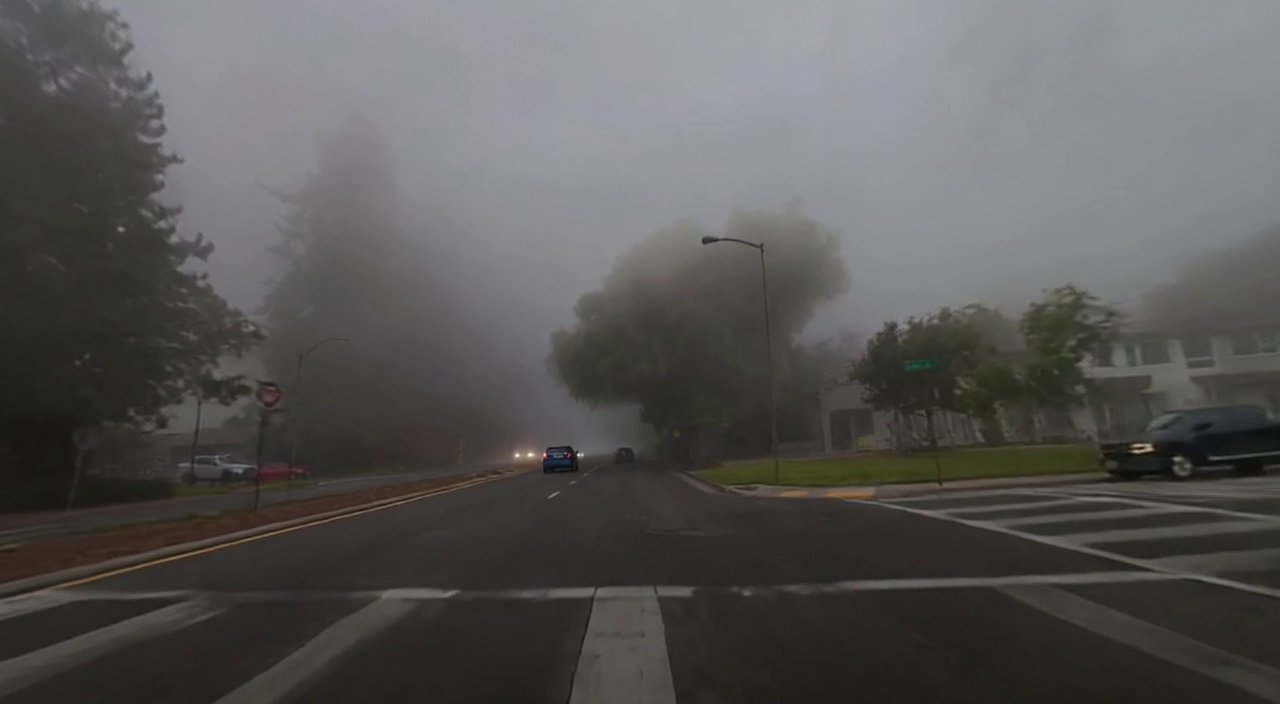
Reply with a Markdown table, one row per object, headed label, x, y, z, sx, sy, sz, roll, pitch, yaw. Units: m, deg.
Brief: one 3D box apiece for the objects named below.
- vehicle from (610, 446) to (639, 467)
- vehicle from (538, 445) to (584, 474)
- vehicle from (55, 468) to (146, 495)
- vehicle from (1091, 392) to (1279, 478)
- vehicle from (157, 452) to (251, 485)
| label | x | y | z | sx | sy | sz | roll | pitch | yaw |
| --- | --- | --- | --- | --- | --- | --- | --- | --- | --- |
| vehicle | -1.178 | 8.088 | 48.915 | 2.187 | 1.478 | 4.138 | 0 | -8 | -1 |
| vehicle | -4.277 | 5.902 | 34.744 | 2.083 | 1.460 | 4.527 | 0 | -8 | -1 |
| vehicle | -38.165 | 9.170 | 44.620 | 4.495 | 1.504 | 2.023 | -3 | -9 | -5 |
| vehicle | 15.114 | 2.118 | 16.063 | 5.230 | 2.007 | 2.410 | 0 | -8 | 1 |
| vehicle | -30.866 | 8.269 | 44.691 | 4.865 | 2.217 | 2.192 | 0 | -8 | -3 |
